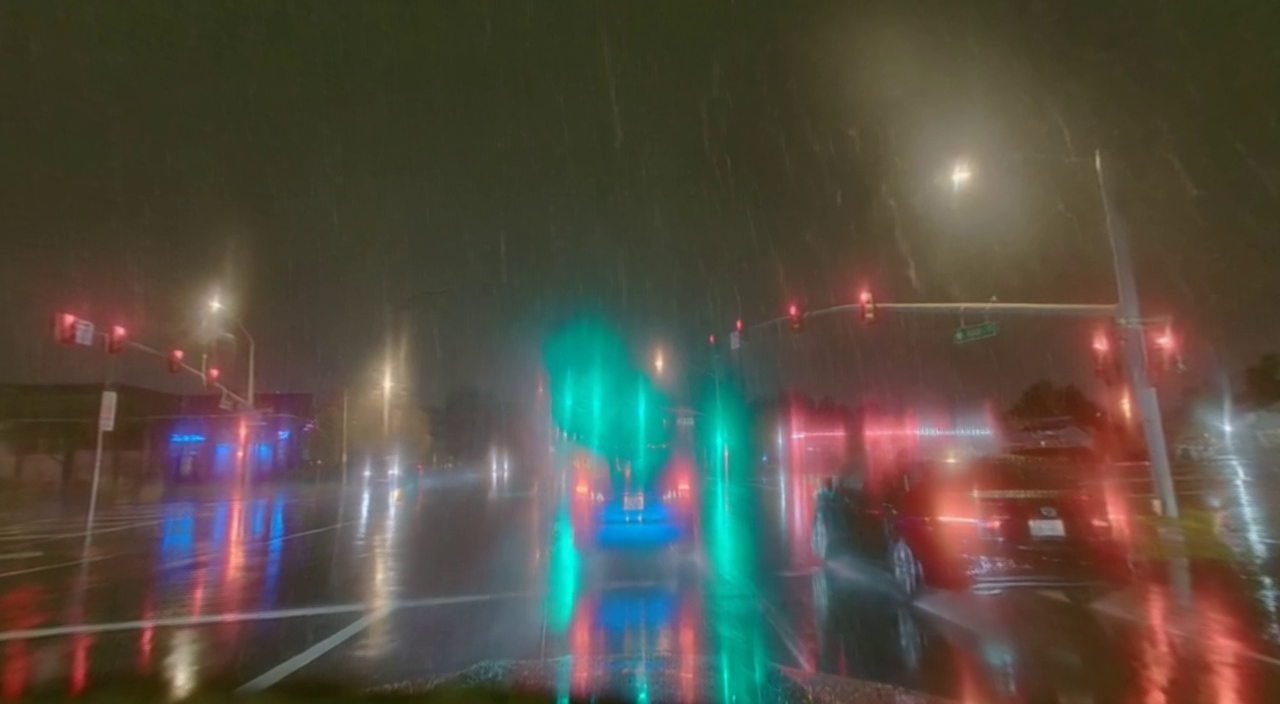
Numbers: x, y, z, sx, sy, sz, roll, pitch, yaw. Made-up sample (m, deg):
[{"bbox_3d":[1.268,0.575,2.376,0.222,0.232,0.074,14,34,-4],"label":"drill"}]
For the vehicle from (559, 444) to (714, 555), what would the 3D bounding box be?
[{"bbox_3d":[-0.070,2.319,10.647,2.094,1.481,4.078,0,-9,-1],"label":"vehicle"}]

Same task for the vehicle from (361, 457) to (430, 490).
[{"bbox_3d":[-14.713,7.303,38.251,2.126,1.782,4.880,0,-9,1],"label":"vehicle"}]

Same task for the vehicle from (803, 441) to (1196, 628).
[{"bbox_3d":[3.342,1.729,7.004,1.860,1.430,4.089,0,-9,-1],"label":"vehicle"}]
